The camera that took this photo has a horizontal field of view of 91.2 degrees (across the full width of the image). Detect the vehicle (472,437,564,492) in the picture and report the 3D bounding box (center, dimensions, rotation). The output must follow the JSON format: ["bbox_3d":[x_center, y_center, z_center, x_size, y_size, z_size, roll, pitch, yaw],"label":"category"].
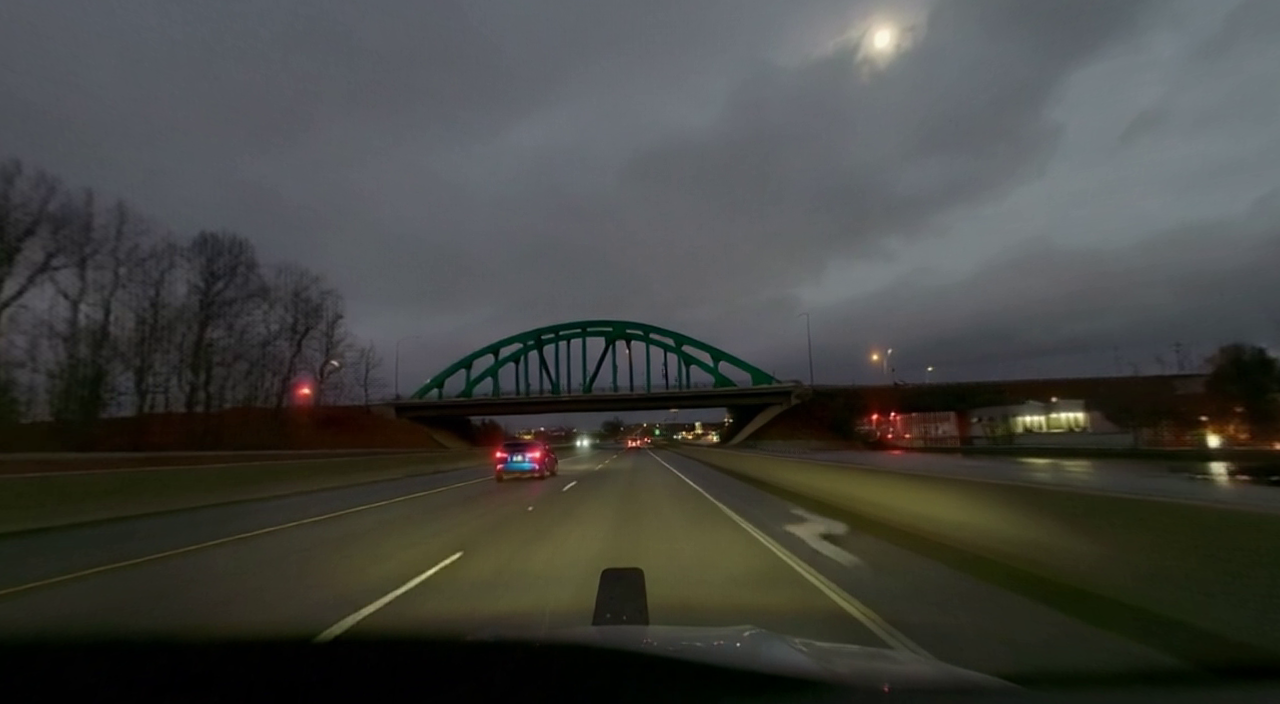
[{"bbox_3d":[-3.780,3.557,20.258,2.052,1.556,4.405,0,-8,0],"label":"vehicle"}]
